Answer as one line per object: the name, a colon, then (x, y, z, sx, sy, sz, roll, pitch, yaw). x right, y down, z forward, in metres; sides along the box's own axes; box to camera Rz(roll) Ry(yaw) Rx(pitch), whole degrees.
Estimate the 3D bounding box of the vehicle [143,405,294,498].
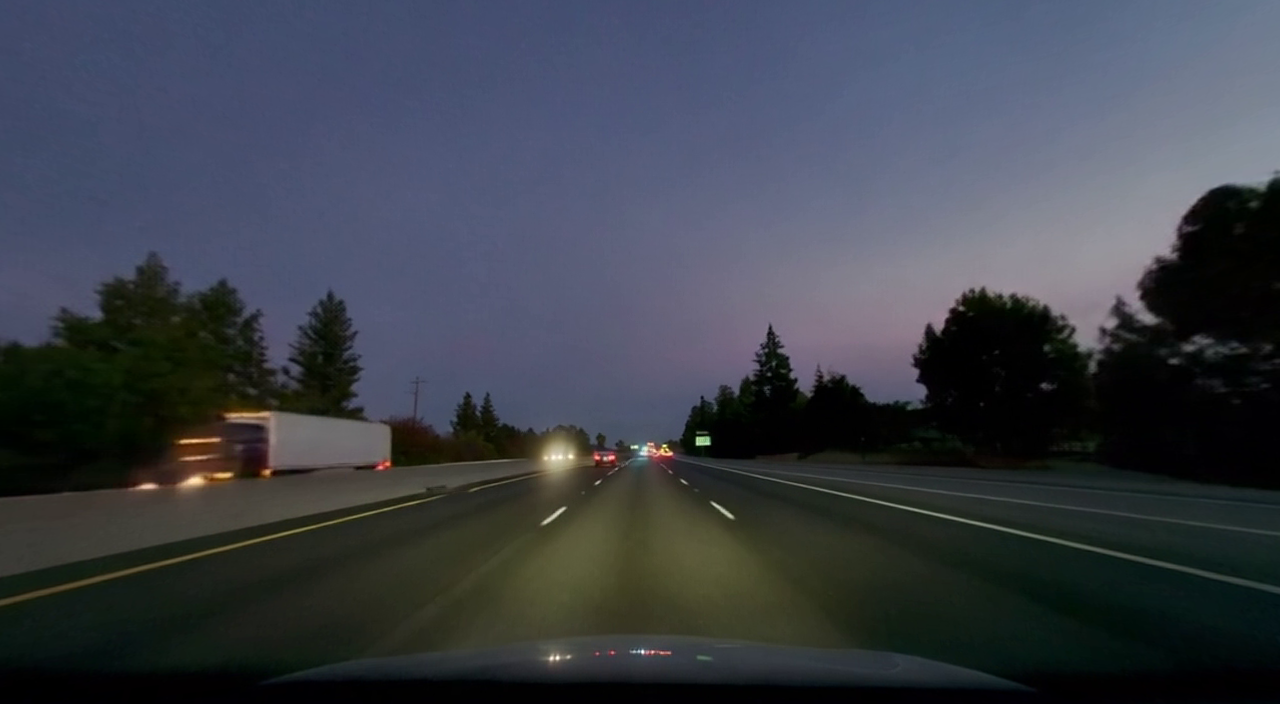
vehicle: (-20.213, 4.844, 30.770, 2.997, 4.027, 6.007, 0, -9, 0)
